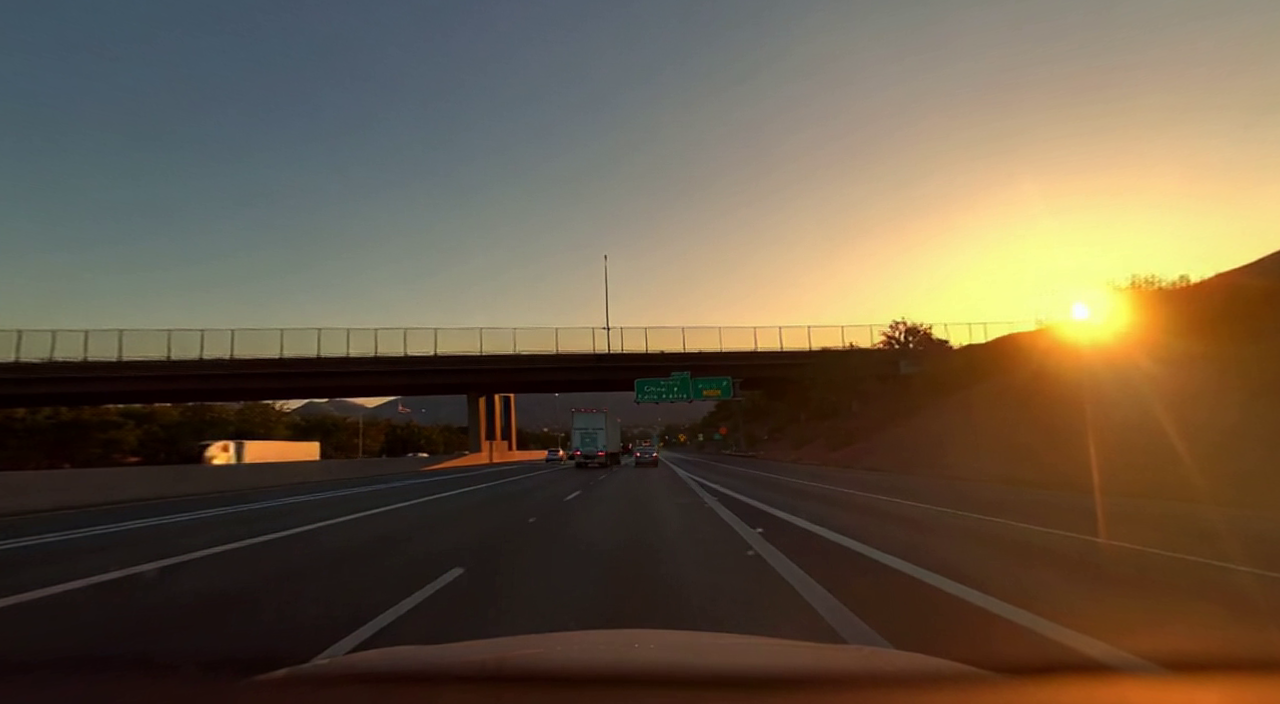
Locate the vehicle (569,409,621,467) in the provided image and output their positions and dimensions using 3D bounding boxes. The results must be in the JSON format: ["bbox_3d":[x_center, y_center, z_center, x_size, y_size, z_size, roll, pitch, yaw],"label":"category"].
[{"bbox_3d":[-3.259,6.794,49.018,3.053,3.948,11.288,0,-9,1],"label":"vehicle"}]

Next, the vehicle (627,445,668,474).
[{"bbox_3d":[0.382,5.775,34.101,2.066,1.469,4.050,0,-9,0],"label":"vehicle"}]
